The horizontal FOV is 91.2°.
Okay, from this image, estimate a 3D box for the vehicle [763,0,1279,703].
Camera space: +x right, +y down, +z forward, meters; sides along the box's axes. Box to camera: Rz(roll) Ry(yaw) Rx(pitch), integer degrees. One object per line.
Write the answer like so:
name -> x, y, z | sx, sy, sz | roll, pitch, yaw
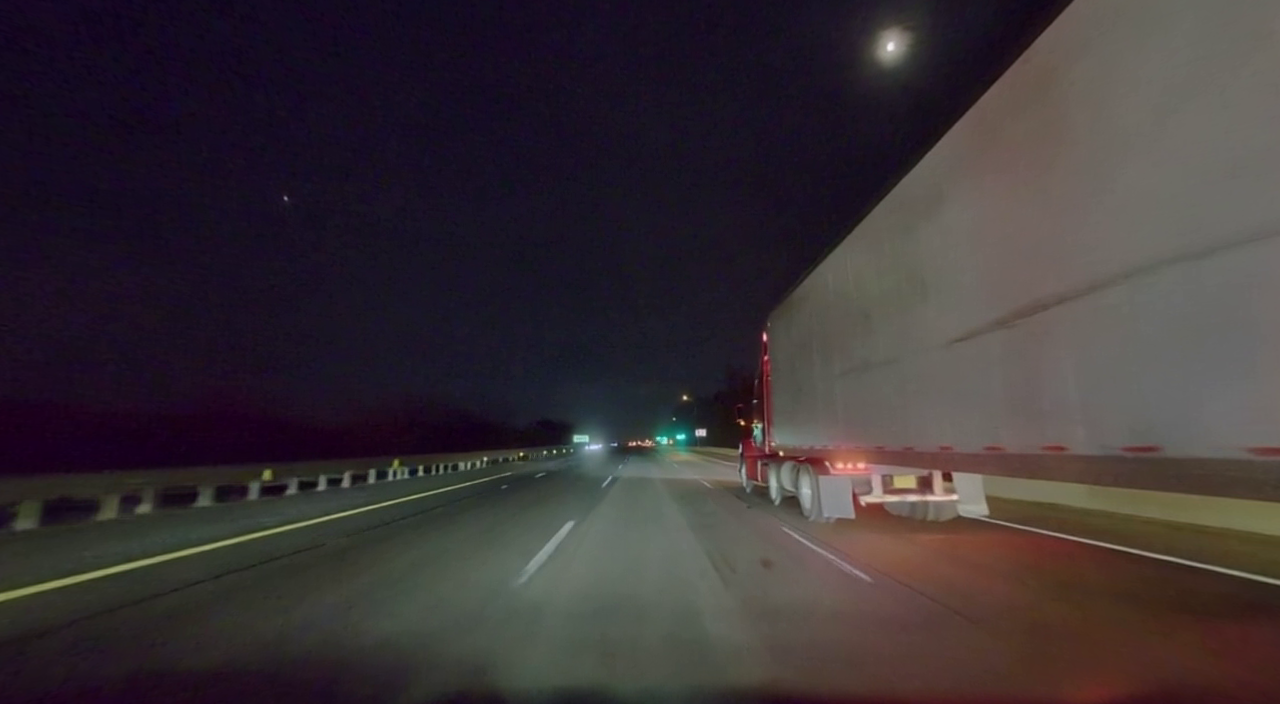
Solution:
vehicle -> 3.966, 0.084, 5.577 | 2.933, 4.100, 14.317 | 0, -8, 0
